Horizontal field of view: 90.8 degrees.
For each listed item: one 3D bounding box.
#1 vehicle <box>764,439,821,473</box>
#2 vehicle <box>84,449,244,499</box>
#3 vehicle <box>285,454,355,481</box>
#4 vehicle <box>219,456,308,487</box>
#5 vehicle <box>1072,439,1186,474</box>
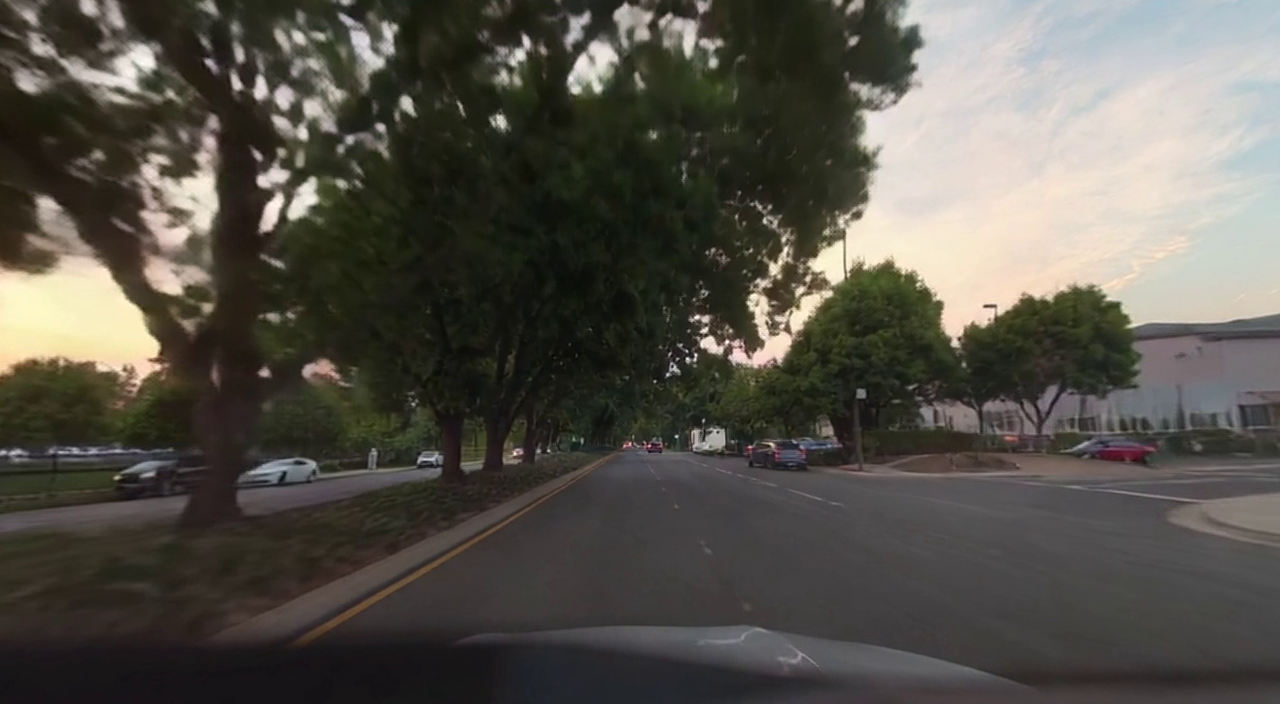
[{"bbox_3d":[9.040,6.181,37.800,1.994,1.738,4.622,5,-9,-2],"label":"vehicle"},{"bbox_3d":[-20.141,5.143,27.240,2.208,1.882,5.826,-1,-9,2],"label":"vehicle"},{"bbox_3d":[-19.838,7.174,39.463,1.840,1.464,4.781,0,-9,1],"label":"vehicle"},{"bbox_3d":[-19.860,6.306,33.575,1.795,1.452,4.718,0,-9,1],"label":"vehicle"},{"bbox_3d":[23.638,5.024,30.580,4.518,1.599,1.850,2,-9,-14],"label":"vehicle"}]
